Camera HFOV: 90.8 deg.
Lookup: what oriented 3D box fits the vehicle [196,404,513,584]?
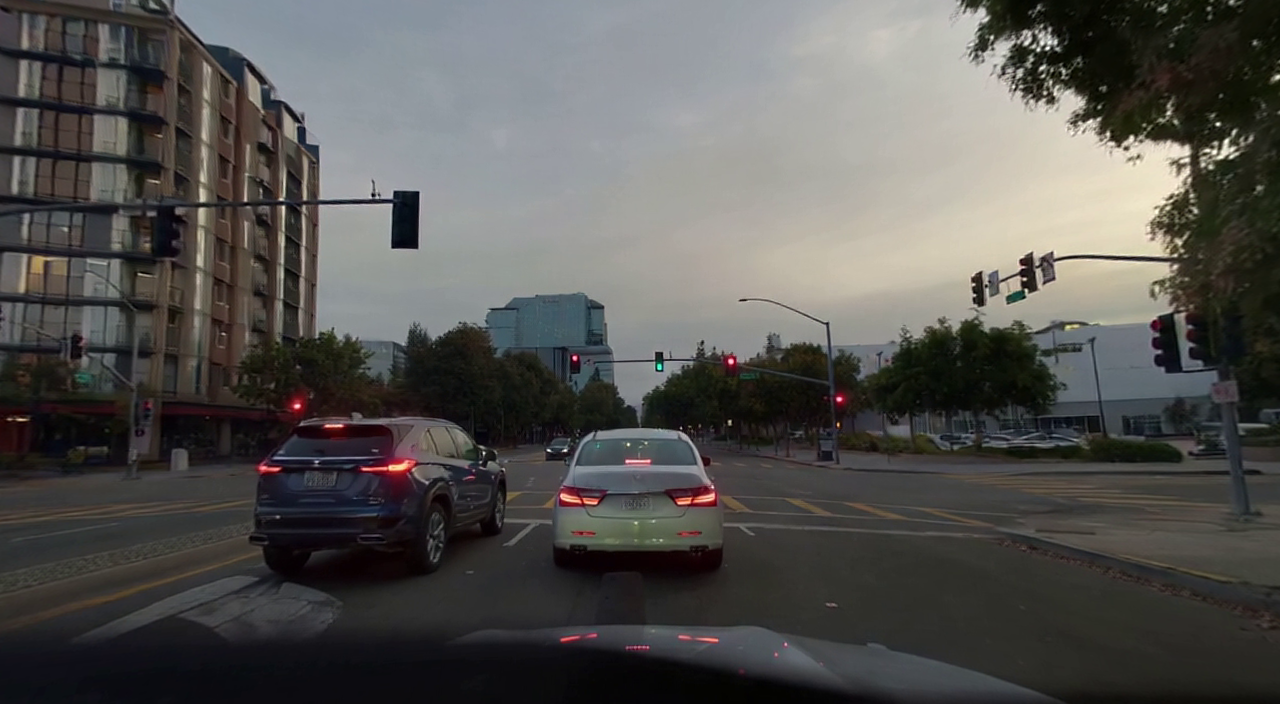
[{"bbox_3d":[-3.192,1.694,8.356,2.081,1.719,4.434,0,-8,0],"label":"vehicle"}]

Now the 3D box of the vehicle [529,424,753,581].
[{"bbox_3d":[0.014,1.761,8.178,2.190,1.522,3.850,0,-8,0],"label":"vehicle"}]
